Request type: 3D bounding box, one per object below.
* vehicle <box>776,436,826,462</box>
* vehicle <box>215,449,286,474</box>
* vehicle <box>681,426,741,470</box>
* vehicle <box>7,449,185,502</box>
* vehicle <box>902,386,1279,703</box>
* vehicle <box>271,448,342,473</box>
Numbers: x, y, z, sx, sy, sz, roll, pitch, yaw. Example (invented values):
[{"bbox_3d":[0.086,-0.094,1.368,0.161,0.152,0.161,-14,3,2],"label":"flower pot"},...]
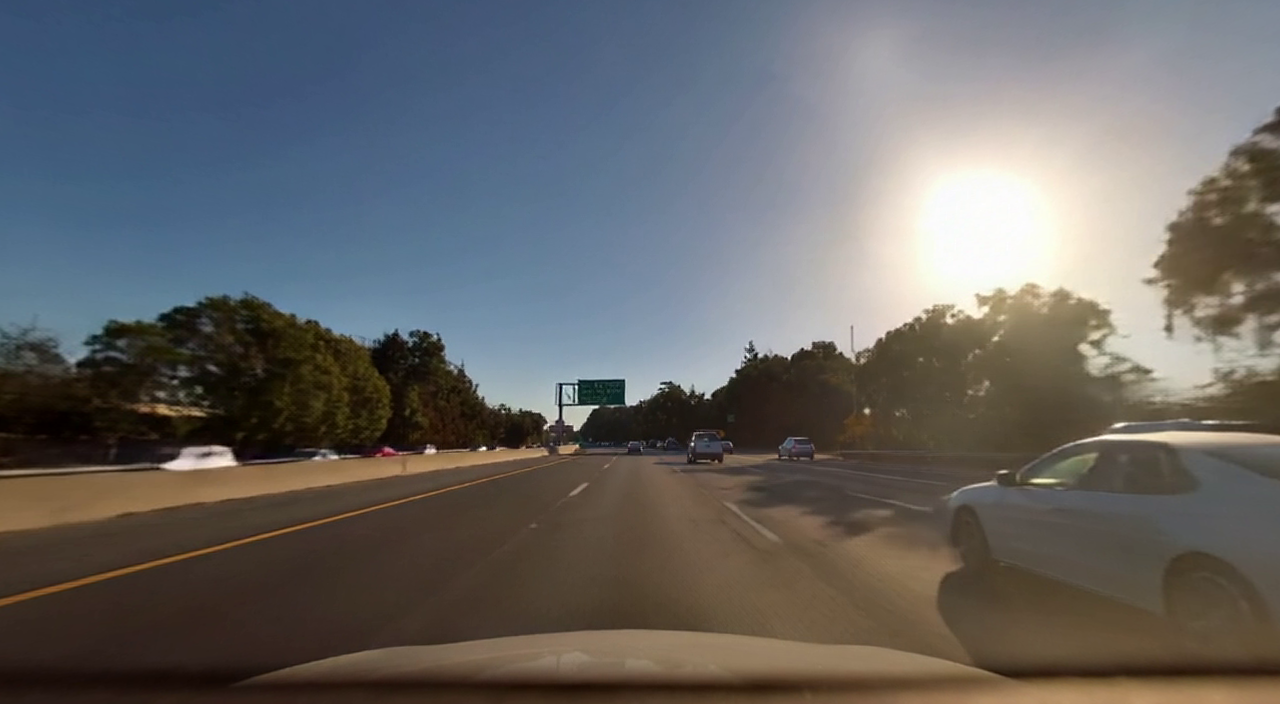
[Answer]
[{"bbox_3d":[10.833,6.557,42.794,2.045,1.658,4.598,0,-8,-2],"label":"vehicle"},{"bbox_3d":[-25.117,7.054,40.898,1.808,1.488,4.402,0,-8,0],"label":"vehicle"},{"bbox_3d":[3.399,4.767,31.399,2.218,1.964,5.662,0,-8,-1],"label":"vehicle"},{"bbox_3d":[-17.591,3.974,20.759,1.828,1.468,4.491,0,-8,0],"label":"vehicle"},{"bbox_3d":[3.610,1.102,3.903,1.978,1.535,4.705,0,-8,1],"label":"vehicle"},{"bbox_3d":[-20.957,6.821,39.894,1.915,1.450,4.661,0,-8,0],"label":"vehicle"}]
